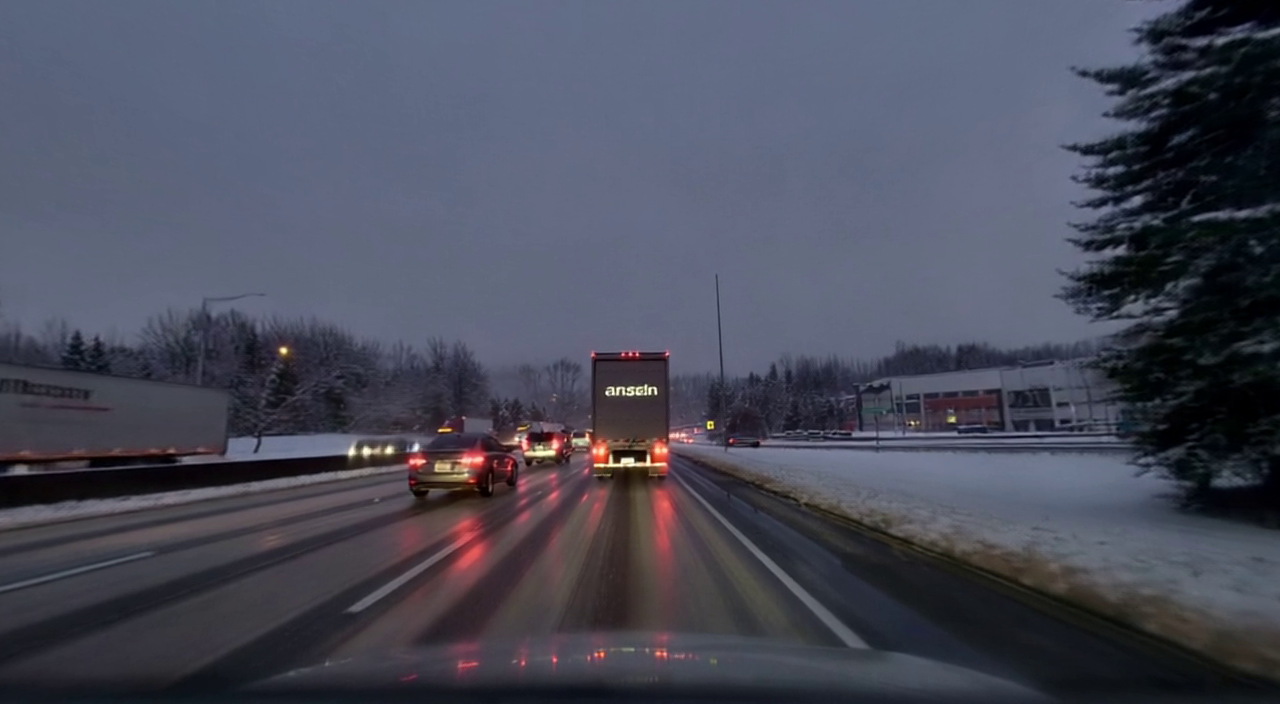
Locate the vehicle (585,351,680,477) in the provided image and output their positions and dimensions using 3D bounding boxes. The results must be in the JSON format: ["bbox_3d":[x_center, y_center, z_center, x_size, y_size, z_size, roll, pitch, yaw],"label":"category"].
[{"bbox_3d":[-0.390,2.806,26.688,3.171,4.204,11.036,0,-8,-1],"label":"vehicle"}]

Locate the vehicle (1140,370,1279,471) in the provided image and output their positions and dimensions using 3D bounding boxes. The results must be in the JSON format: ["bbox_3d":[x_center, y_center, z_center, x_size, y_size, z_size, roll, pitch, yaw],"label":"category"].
[{"bbox_3d":[18.801,2.158,19.248,2.432,2.753,5.388,0,-8,0],"label":"vehicle"}]

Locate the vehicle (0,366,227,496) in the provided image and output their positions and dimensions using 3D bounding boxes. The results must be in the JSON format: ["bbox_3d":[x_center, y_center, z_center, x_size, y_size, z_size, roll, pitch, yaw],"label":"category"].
[{"bbox_3d":[-19.228,2.865,22.554,2.893,3.769,8.413,0,-8,1],"label":"vehicle"}]

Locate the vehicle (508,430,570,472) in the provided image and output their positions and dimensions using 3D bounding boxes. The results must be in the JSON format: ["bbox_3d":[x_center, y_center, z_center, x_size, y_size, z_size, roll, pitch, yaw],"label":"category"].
[{"bbox_3d":[-4.090,4.069,26.078,1.946,1.599,4.073,0,-8,0],"label":"vehicle"}]

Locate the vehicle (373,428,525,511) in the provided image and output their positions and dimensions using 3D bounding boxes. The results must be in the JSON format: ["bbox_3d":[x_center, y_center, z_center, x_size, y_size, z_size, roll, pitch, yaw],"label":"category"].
[{"bbox_3d":[-3.933,2.469,13.838,1.964,1.507,4.361,0,-8,0],"label":"vehicle"}]
